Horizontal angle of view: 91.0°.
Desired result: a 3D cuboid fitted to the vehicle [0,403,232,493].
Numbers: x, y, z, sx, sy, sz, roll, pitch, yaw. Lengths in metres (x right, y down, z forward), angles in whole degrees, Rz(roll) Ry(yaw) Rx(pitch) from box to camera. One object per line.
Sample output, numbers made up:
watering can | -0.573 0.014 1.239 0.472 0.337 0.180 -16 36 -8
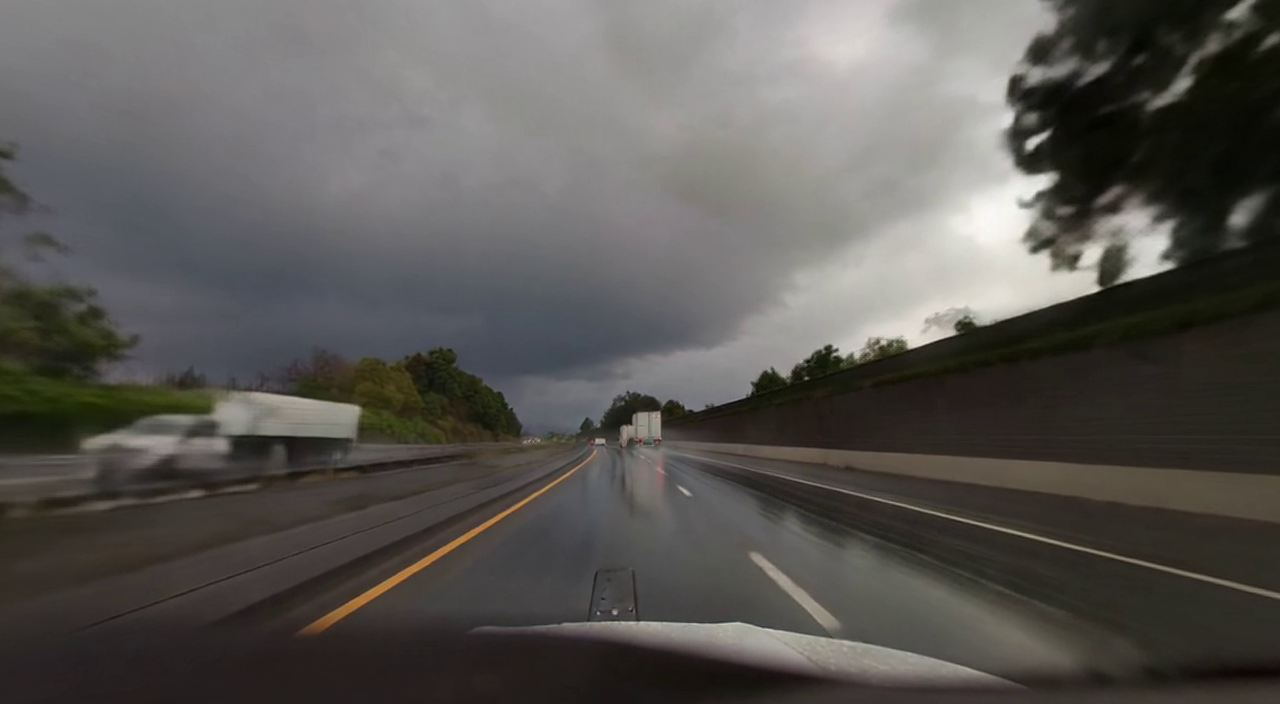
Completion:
vehicle | -13.222 2.448 16.249 2.281 1.942 4.778 0 -8 -2

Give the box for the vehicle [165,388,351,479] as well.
vehicle | -13.491 3.020 23.057 2.675 2.788 6.642 -1 -8 -1
